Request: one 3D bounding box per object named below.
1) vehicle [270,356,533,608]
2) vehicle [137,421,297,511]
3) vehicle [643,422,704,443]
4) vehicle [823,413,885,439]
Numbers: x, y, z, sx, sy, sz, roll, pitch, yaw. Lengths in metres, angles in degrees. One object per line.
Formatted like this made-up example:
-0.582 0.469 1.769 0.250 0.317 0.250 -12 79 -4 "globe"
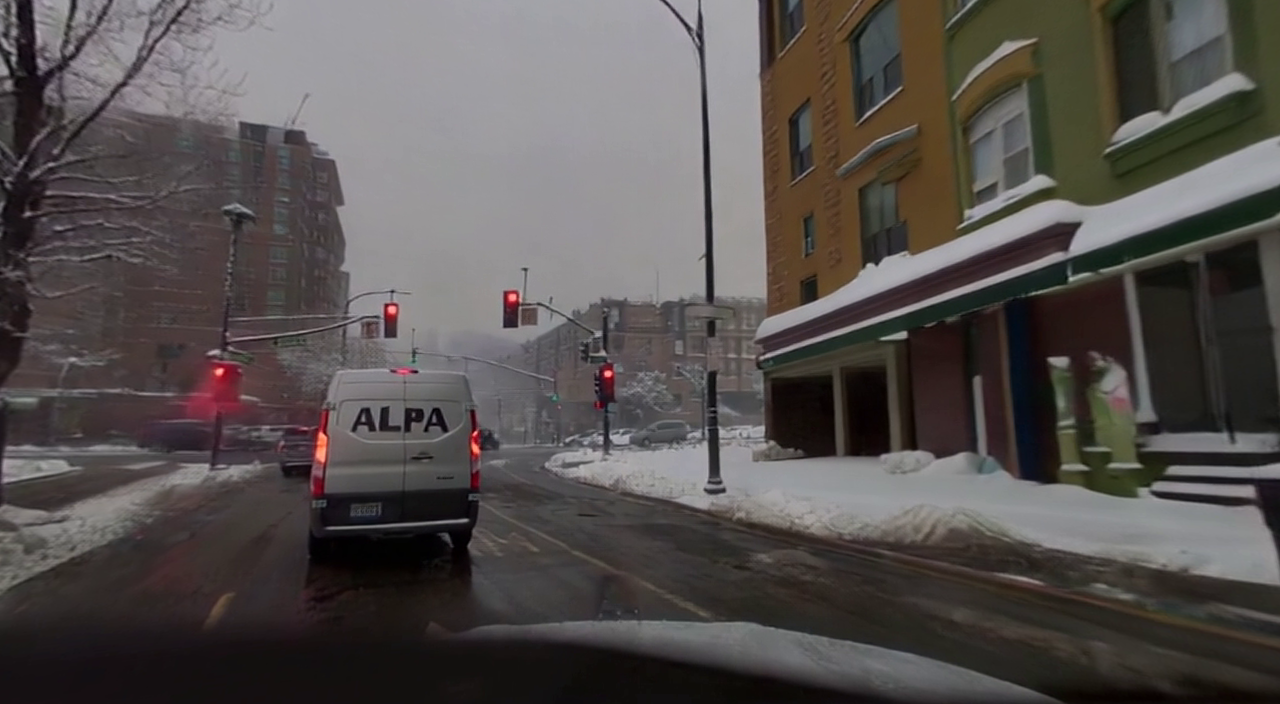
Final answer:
-2.660 1.289 7.179 1.951 1.907 4.266 3 -8 -21 "vehicle"
-8.078 2.150 12.397 1.841 1.461 3.426 3 -8 -22 "vehicle"
2.330 5.666 44.351 3.885 1.449 1.757 3 -8 -23 "vehicle"
14.800 5.140 43.547 4.020 1.572 1.718 6 -10 -27 "vehicle"
